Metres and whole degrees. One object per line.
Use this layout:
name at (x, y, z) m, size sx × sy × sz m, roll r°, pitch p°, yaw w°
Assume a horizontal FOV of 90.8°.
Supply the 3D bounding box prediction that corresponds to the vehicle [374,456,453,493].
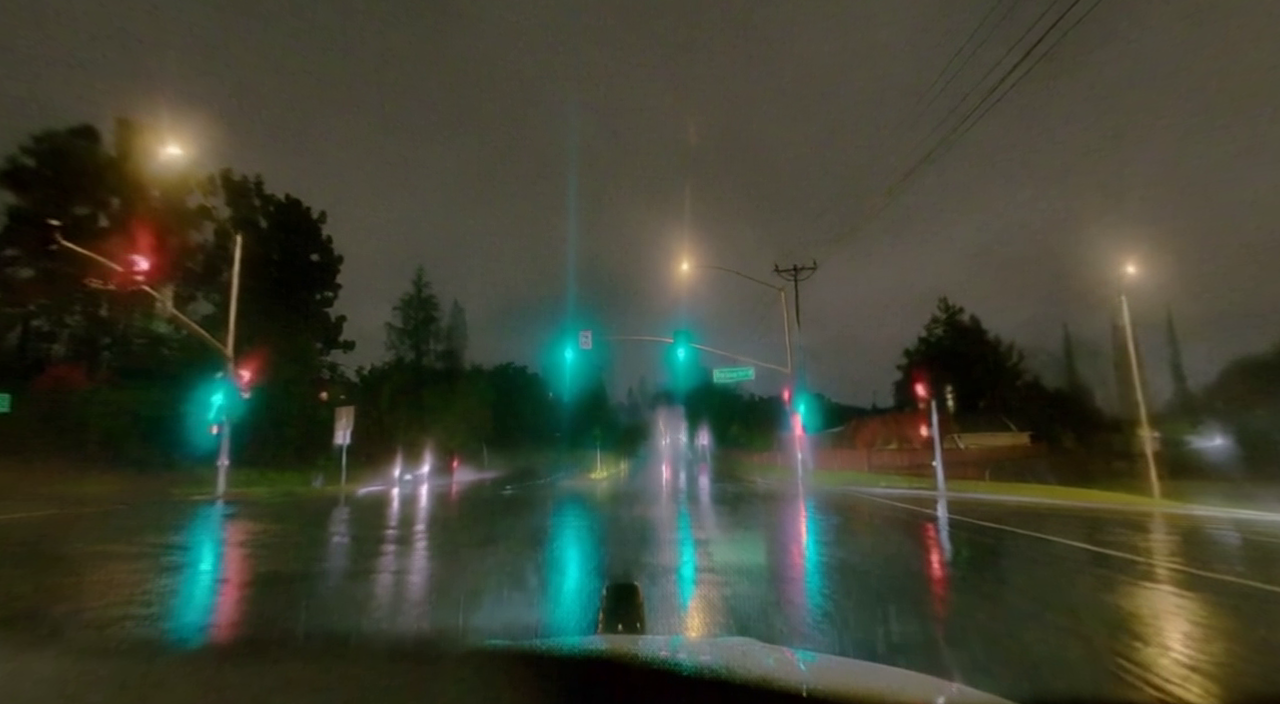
vehicle at (-10.355, 5.615, 29.246) m, size 1.983 × 1.482 × 4.190 m, roll -1°, pitch -9°, yaw 1°
